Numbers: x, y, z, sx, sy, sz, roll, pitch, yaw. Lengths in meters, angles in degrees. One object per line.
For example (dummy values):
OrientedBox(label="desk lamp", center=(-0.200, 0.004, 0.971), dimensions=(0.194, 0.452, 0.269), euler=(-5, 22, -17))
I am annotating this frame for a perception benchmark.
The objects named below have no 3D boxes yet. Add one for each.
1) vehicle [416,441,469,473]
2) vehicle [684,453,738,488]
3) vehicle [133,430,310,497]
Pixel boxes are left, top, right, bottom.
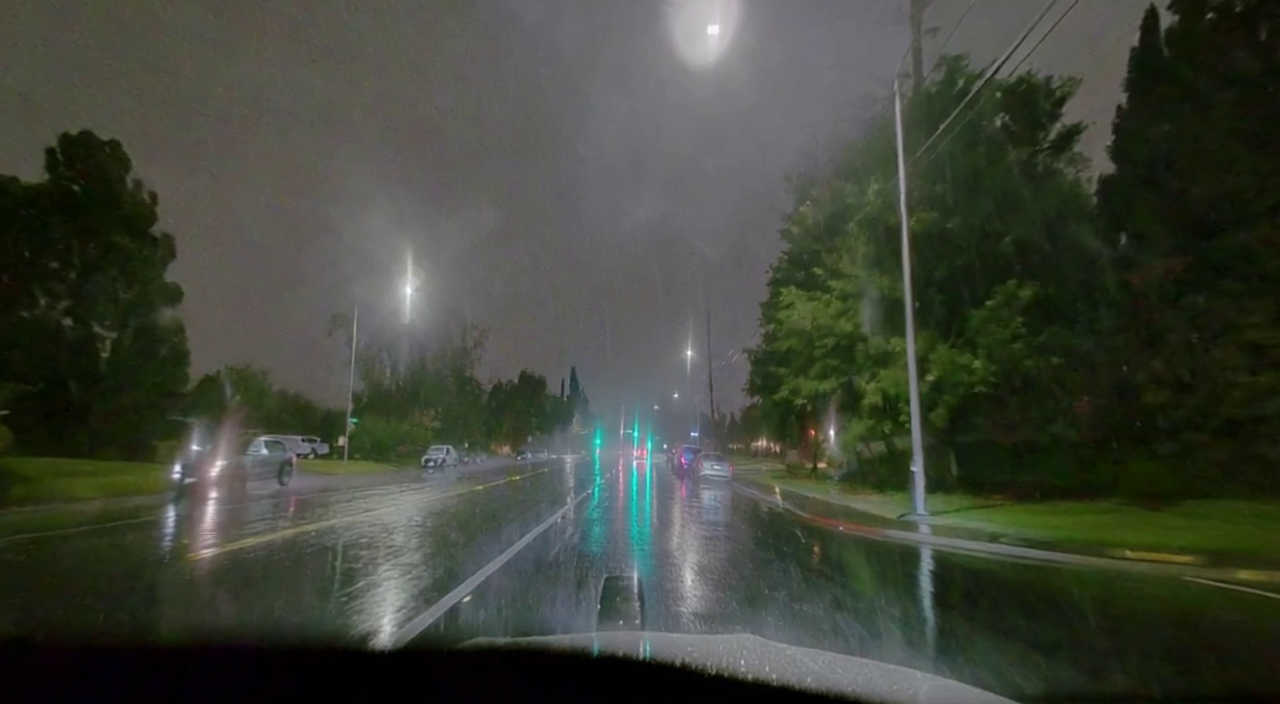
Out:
OrientedBox(label="vehicle", center=(-14.075, 7.440, 45.361), dimensions=(2.155, 1.991, 5.722), euler=(-3, -8, -2))
OrientedBox(label="vehicle", center=(3.423, 5.796, 31.377), dimensions=(1.911, 1.471, 5.151), euler=(0, -8, -2))
OrientedBox(label="vehicle", center=(-14.001, 3.787, 21.706), dimensions=(2.253, 1.969, 5.398), euler=(0, -9, 1))
